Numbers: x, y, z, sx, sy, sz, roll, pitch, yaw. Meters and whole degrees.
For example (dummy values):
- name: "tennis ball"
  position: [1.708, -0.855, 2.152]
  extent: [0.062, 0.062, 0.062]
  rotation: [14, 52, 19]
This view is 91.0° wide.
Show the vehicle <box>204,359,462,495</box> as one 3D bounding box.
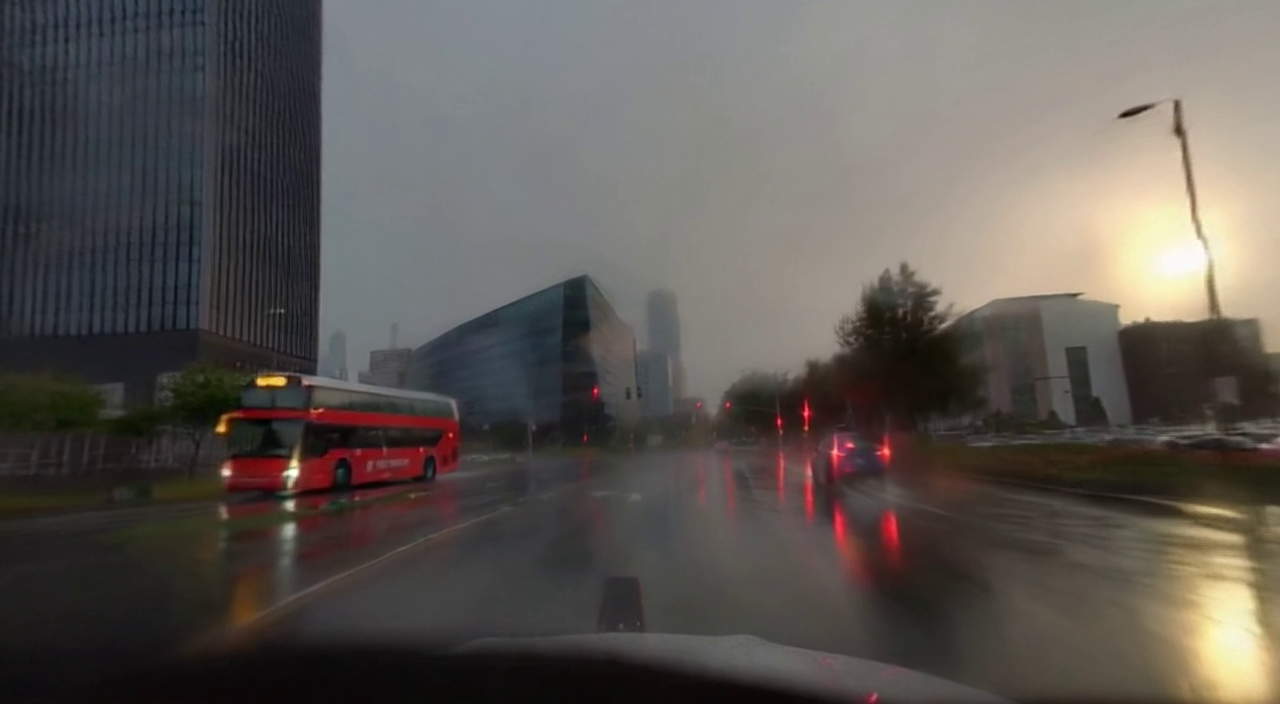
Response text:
- name: "vehicle"
  position: [-11.988, 3.473, 27.491]
  extent: [3.110, 4.418, 13.688]
  rotation: [-1, -9, 6]

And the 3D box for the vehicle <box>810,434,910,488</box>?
- name: "vehicle"
  position: [6.819, 3.418, 20.005]
  extent: [1.993, 1.501, 4.127]
  rotation: [-1, -9, 5]

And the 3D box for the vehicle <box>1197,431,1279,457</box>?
- name: "vehicle"
  position: [40.824, 6.173, 42.232]
  extent: [4.638, 1.678, 2.196]
  rotation: [-1, -9, 5]

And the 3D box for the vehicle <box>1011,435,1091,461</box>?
- name: "vehicle"
  position: [26.919, 6.306, 41.313]
  extent: [3.824, 1.453, 1.894]
  rotation: [-3, -7, 4]

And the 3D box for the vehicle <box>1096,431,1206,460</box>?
- name: "vehicle"
  position: [26.946, 4.959, 33.327]
  extent: [3.983, 1.479, 1.857]
  rotation: [-2, -9, 11]
